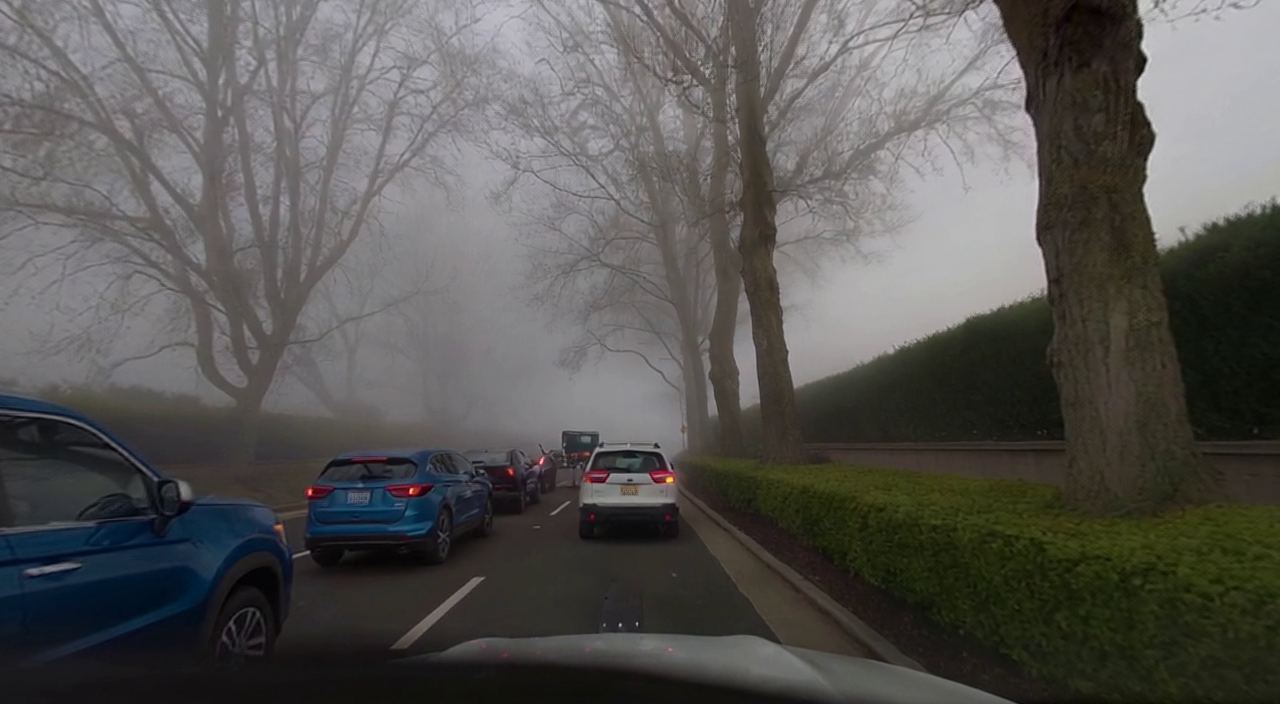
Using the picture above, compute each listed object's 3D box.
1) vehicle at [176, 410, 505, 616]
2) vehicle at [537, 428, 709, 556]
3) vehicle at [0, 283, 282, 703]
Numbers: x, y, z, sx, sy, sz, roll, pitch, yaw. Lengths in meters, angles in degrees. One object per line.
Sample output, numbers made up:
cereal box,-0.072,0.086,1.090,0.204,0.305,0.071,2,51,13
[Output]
vehicle,-3.411,1.870,8.291,2.256,1.728,4.421,-6,-8,-2
vehicle,-0.252,2.084,9.963,2.154,1.581,4.007,0,-9,-1
vehicle,-3.285,0.674,1.212,2.205,1.913,5.327,-5,-8,-2
